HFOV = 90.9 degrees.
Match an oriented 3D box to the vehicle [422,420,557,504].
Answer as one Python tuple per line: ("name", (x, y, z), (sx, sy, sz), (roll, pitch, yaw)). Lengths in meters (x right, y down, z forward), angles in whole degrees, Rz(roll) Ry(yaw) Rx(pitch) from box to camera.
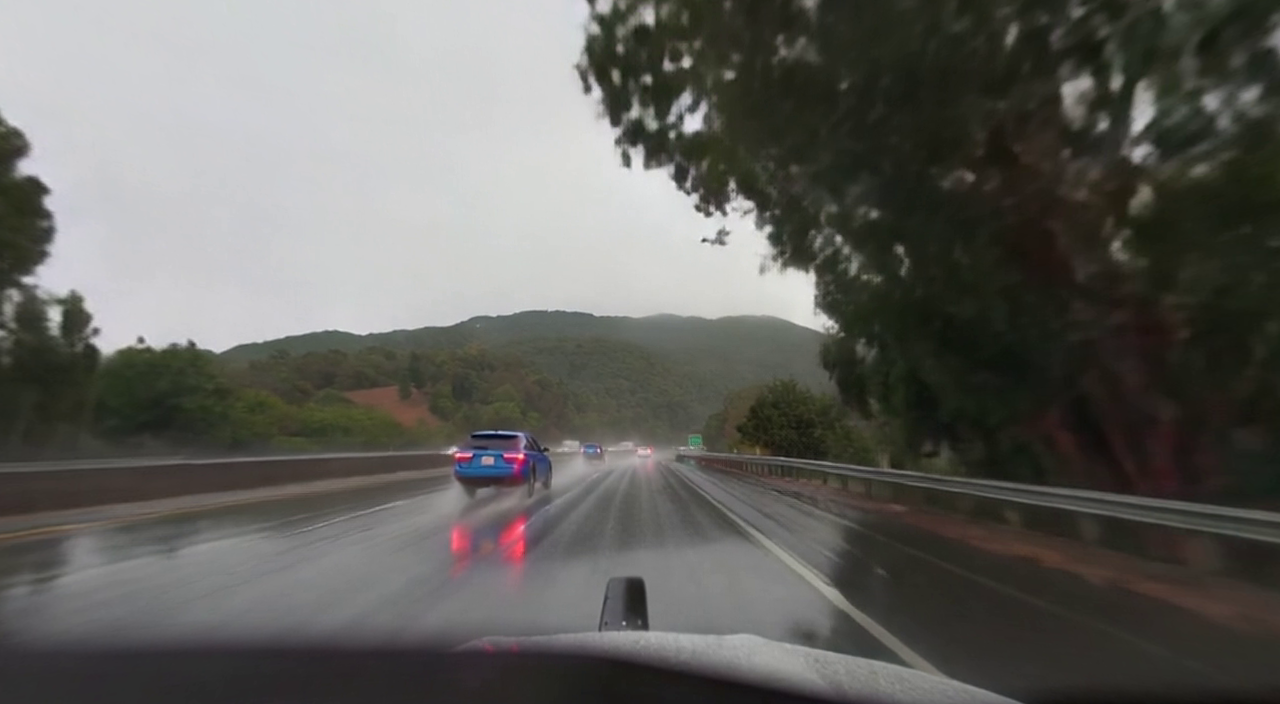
("vehicle", (-3.425, 2.612, 15.390), (2.138, 1.718, 4.415), (0, -8, 1))
